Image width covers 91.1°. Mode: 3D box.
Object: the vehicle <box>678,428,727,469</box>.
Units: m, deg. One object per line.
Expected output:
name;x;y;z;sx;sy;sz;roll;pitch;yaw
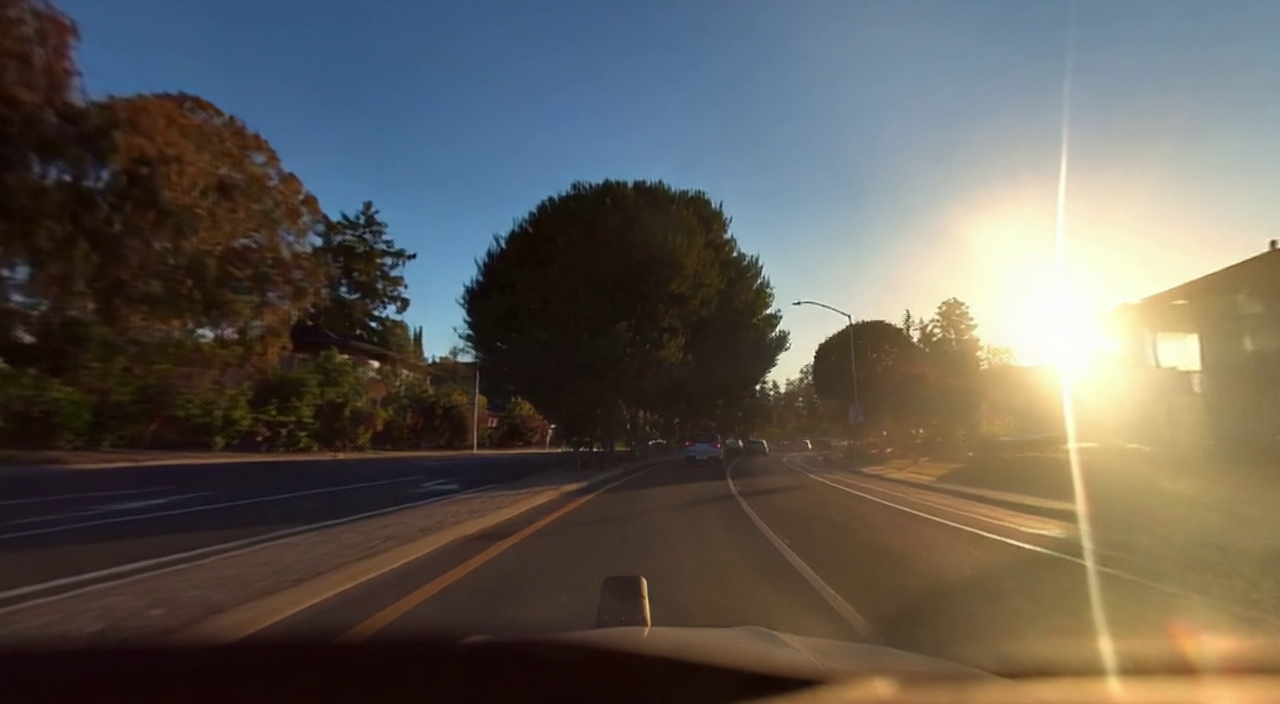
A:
vehicle;3.365;5.041;32.999;2.072;2.002;4.391;-1;-8;12
